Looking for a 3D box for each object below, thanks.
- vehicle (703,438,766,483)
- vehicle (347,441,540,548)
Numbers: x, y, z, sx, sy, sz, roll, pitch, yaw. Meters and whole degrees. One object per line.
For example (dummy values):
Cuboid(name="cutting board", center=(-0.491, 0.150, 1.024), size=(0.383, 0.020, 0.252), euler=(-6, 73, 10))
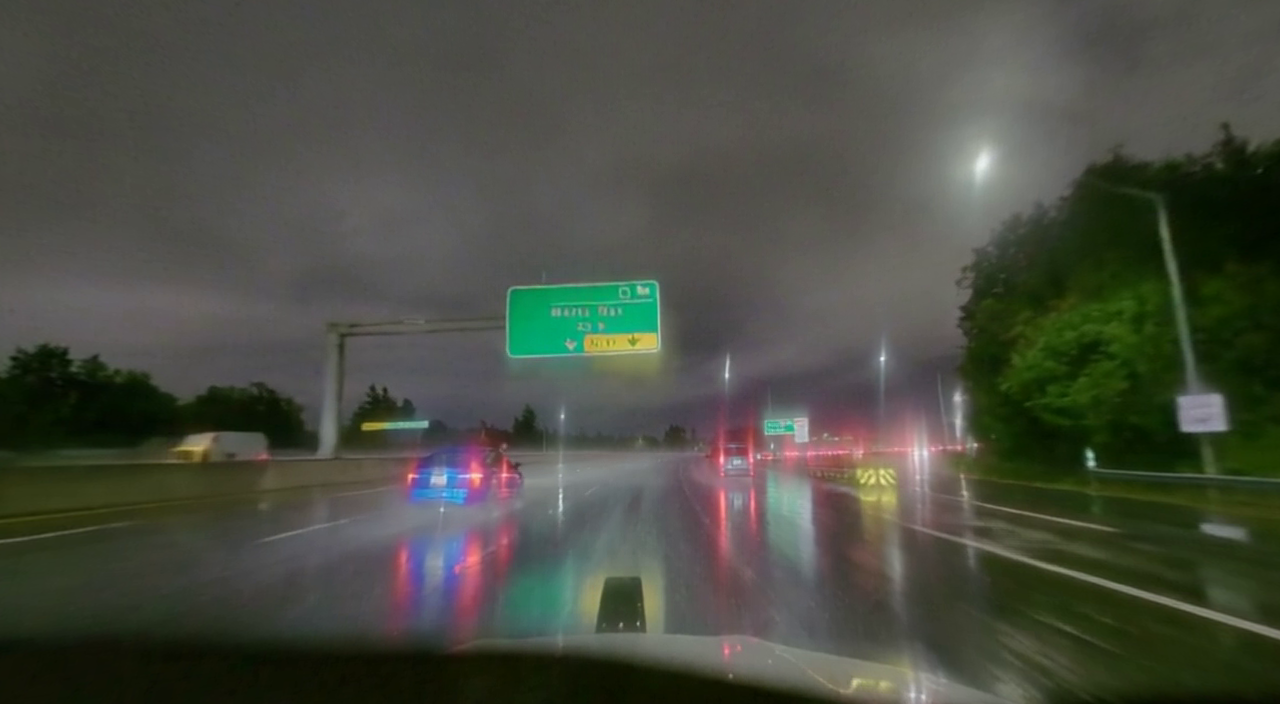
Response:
Cuboid(name="vehicle", center=(4.172, 4.881, 28.548), size=(2.225, 1.833, 4.340), euler=(0, -9, 1))
Cuboid(name="vehicle", center=(-3.129, 2.367, 11.153), size=(1.937, 1.490, 4.372), euler=(0, -9, 1))
